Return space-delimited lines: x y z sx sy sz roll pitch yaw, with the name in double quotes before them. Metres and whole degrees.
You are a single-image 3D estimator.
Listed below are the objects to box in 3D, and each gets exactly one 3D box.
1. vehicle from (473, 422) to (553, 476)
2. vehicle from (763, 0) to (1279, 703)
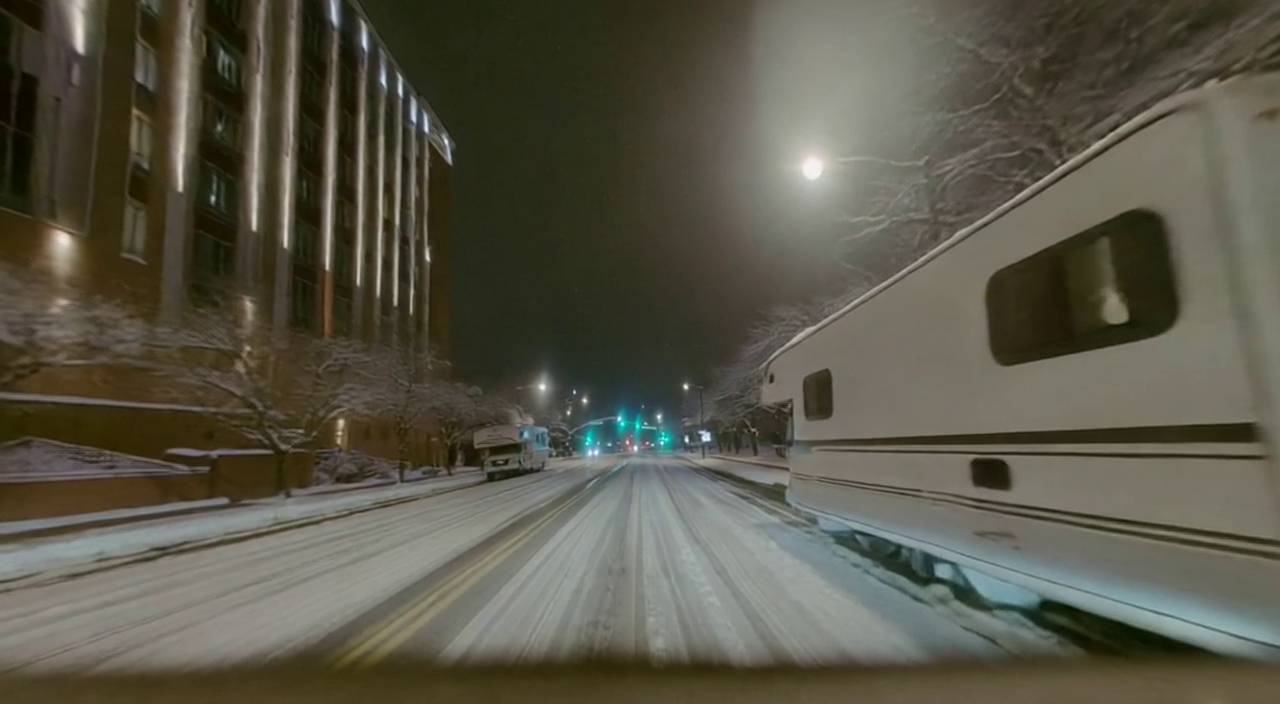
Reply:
"vehicle" -7.068 5.488 36.271 3.108 2.771 7.999 0 -7 -1
"vehicle" 3.762 0.756 6.442 3.074 3.099 8.805 1 -8 -1
